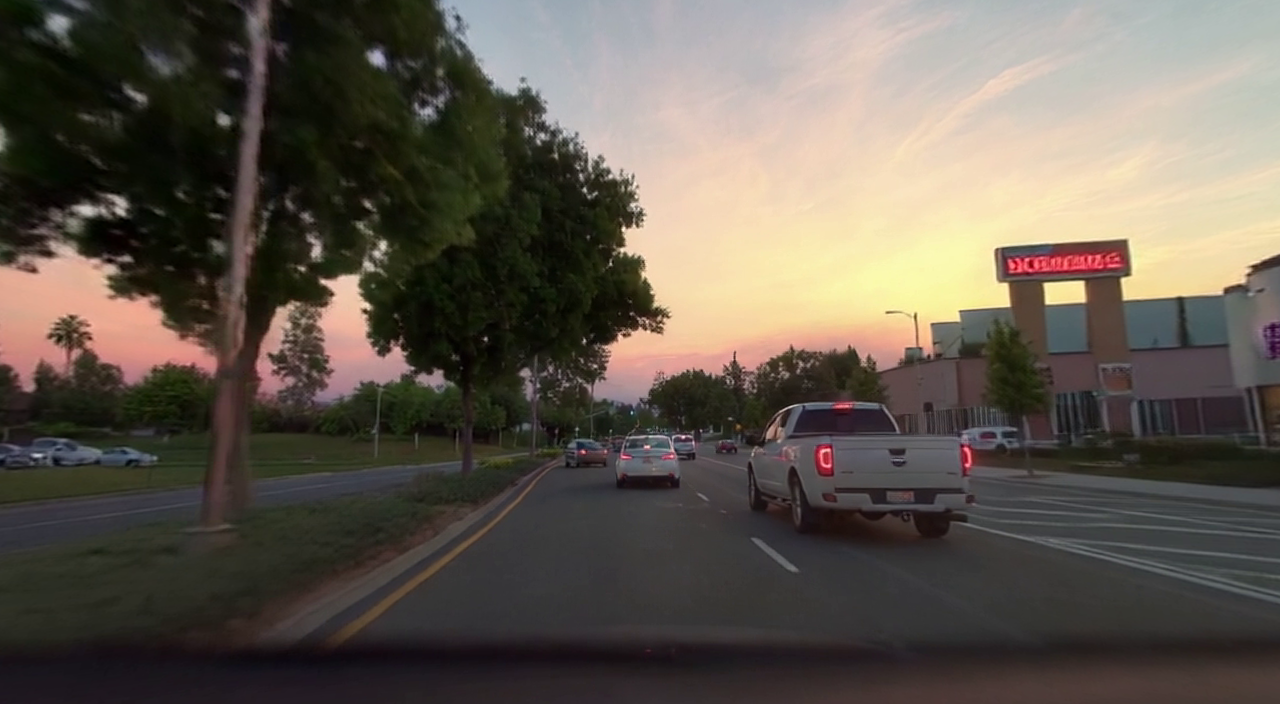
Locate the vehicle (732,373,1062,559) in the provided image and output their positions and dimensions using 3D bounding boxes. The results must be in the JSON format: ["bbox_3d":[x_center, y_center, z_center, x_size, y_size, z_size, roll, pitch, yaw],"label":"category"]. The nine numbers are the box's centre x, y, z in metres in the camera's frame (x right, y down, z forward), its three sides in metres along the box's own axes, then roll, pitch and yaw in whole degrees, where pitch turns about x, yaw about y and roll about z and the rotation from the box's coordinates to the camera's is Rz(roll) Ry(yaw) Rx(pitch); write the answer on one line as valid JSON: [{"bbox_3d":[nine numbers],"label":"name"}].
[{"bbox_3d":[3.347,1.730,10.210,2.731,2.101,6.047,0,-8,-1],"label":"vehicle"}]

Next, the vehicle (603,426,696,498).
[{"bbox_3d":[0.191,2.834,16.602,2.145,1.650,4.021,0,-8,-1],"label":"vehicle"}]

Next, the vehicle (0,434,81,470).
[{"bbox_3d":[-32.978,5.173,32.648,5.603,1.772,2.150,1,-8,-4],"label":"vehicle"}]

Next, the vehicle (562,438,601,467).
[{"bbox_3d":[-3.200,5.430,34.156,1.960,1.475,4.161,1,-8,-6],"label":"vehicle"}]
